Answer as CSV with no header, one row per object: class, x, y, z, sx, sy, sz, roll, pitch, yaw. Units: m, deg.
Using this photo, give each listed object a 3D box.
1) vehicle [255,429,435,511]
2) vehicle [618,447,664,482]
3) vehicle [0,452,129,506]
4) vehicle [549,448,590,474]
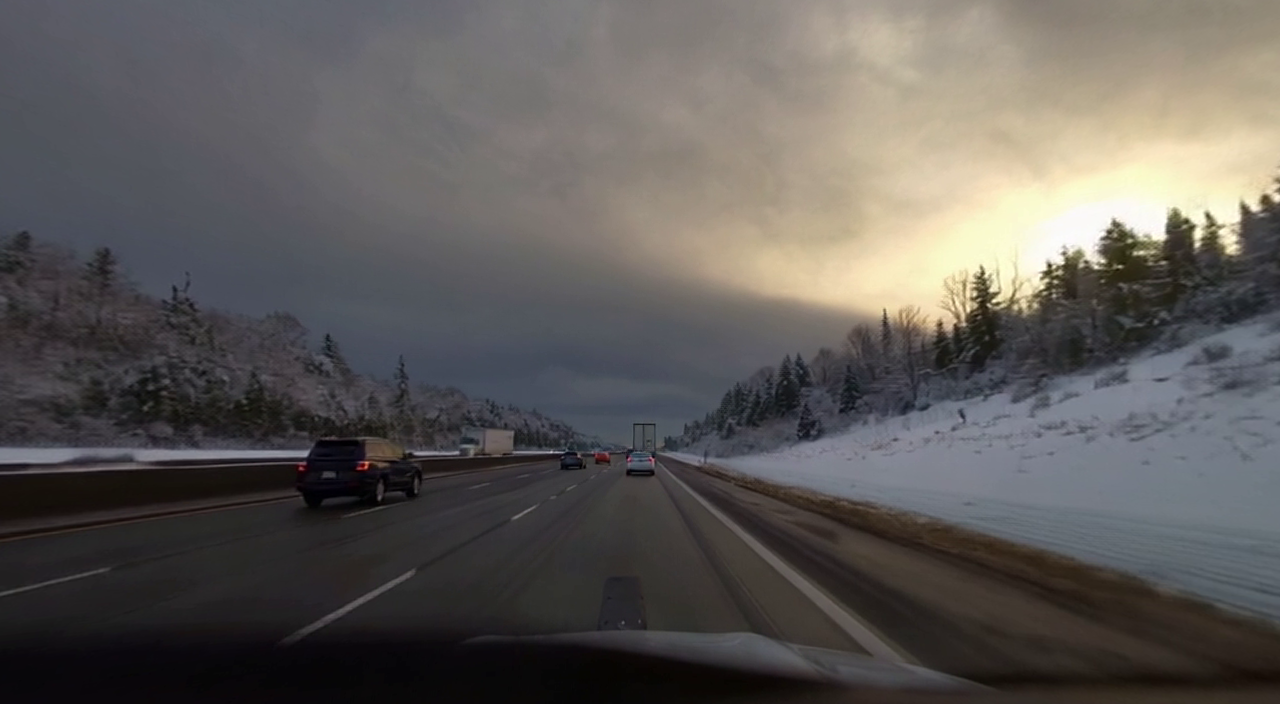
vehicle,-7.698,3.150,17.292,2.316,1.875,5.337,0,-9,0
vehicle,0.031,5.109,28.810,1.991,1.507,3.391,0,-9,-1
vehicle,-18.539,3.841,19.516,2.003,1.482,4.003,0,-9,0
vehicle,-4.309,6.754,39.184,2.018,1.504,4.431,0,-9,0
